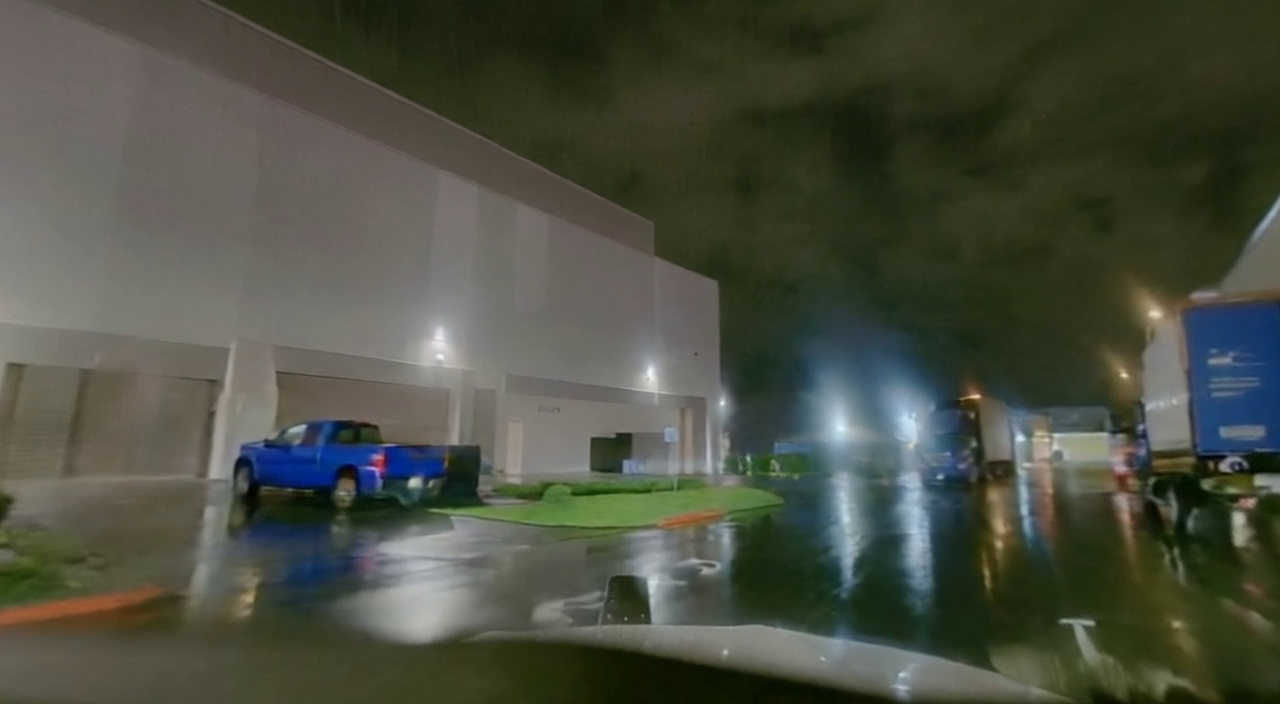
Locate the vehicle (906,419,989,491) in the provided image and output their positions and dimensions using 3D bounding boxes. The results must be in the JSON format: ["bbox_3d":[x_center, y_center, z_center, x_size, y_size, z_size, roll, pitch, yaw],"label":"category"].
[{"bbox_3d":[20.189,6.606,41.116,3.111,4.217,7.722,-7,-10,37],"label":"vehicle"}]

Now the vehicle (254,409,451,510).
[{"bbox_3d":[-9.855,3.606,22.348,2.298,3.004,6.271,-8,-8,26],"label":"vehicle"}]

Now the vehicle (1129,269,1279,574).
[{"bbox_3d":[13.465,1.630,14.116,2.966,4.658,11.455,-6,-10,34],"label":"vehicle"}]
